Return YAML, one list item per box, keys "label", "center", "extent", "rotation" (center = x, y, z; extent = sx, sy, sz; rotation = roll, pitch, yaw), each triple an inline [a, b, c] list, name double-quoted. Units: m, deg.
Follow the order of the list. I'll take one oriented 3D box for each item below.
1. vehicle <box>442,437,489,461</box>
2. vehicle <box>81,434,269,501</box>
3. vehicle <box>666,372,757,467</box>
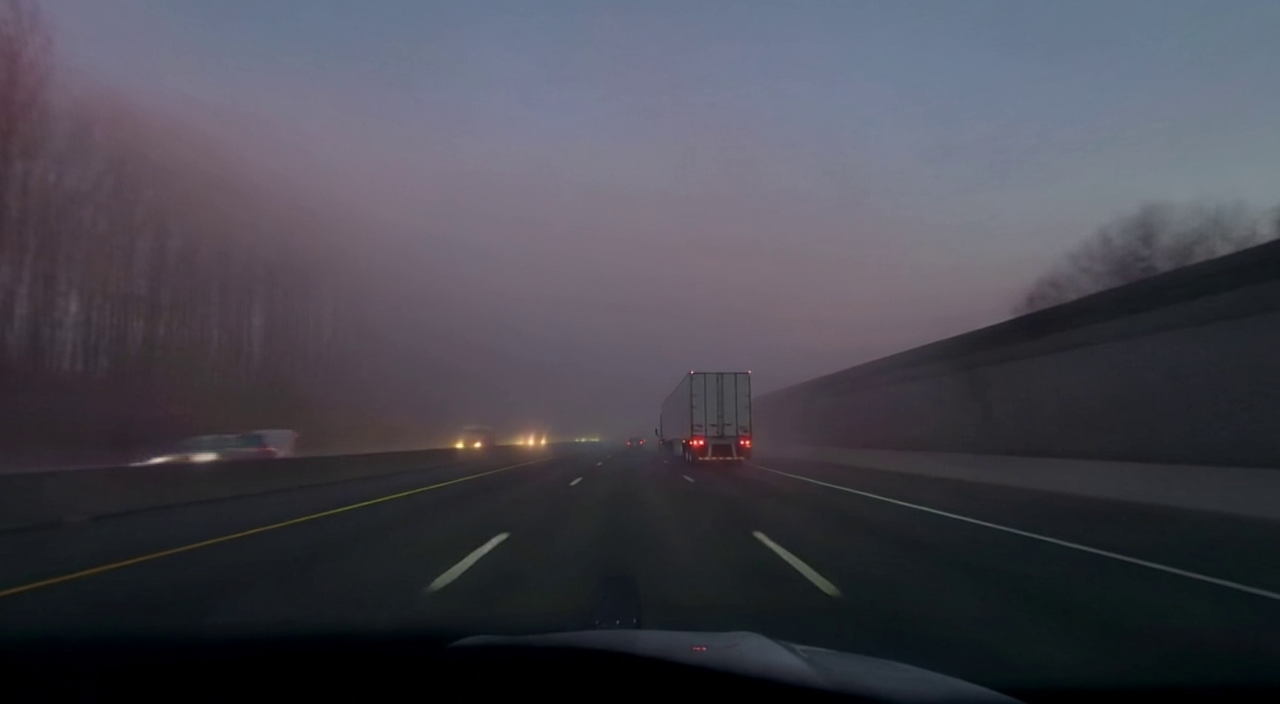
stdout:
- label: "vehicle"
  center: [-12.191, 6.768, 44.196]
  extent: [1.933, 1.543, 4.960]
  rotation: [0, -8, 0]
- label: "vehicle"
  center: [-12.175, 3.002, 16.882]
  extent: [1.838, 1.534, 4.240]
  rotation: [0, -8, -1]
- label: "vehicle"
  center: [3.465, 3.970, 35.590]
  extent: [2.979, 4.161, 15.508]
  rotation: [1, -7, -2]
